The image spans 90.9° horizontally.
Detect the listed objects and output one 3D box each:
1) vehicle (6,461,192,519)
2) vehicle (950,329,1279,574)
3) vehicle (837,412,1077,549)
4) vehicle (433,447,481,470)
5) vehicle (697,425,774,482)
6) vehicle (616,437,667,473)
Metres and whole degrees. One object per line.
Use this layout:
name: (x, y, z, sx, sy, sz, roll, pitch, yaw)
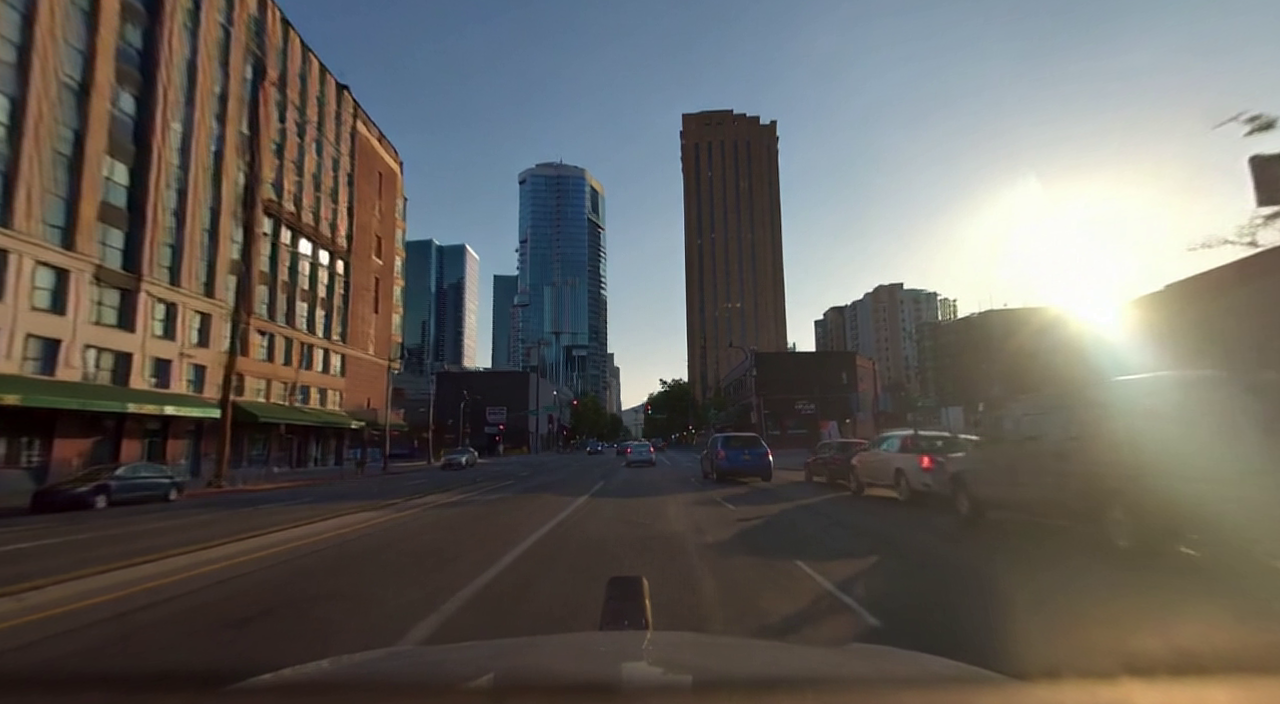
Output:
vehicle: (-17.432, 4.424, 20.709, 1.924, 1.558, 4.620, 0, -9, 1)
vehicle: (6.694, 1.254, 8.398, 2.396, 2.218, 5.242, -1, -8, 0)
vehicle: (6.859, 2.680, 14.880, 2.440, 2.204, 6.276, -7, -5, 2)
vehicle: (-12.552, 7.294, 43.449, 2.023, 1.496, 4.529, 0, -9, -1)
vehicle: (3.522, 3.860, 24.244, 2.159, 1.938, 4.836, 0, -9, 0)
vehicle: (0.077, 4.920, 30.219, 2.245, 1.587, 4.094, 0, -8, 1)
